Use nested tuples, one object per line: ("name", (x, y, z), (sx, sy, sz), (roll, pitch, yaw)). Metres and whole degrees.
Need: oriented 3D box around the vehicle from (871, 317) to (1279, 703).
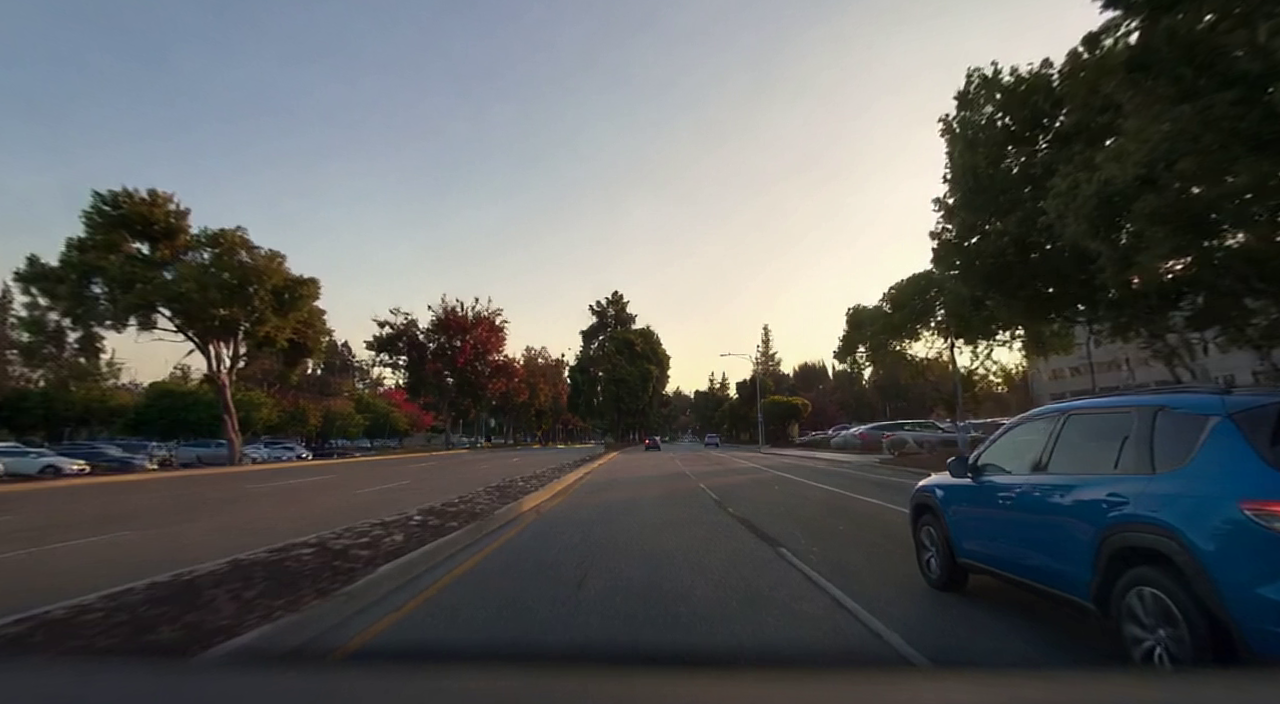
("vehicle", (3.071, 0.916, 3.287), (2.060, 1.665, 4.284), (0, -8, 0))
